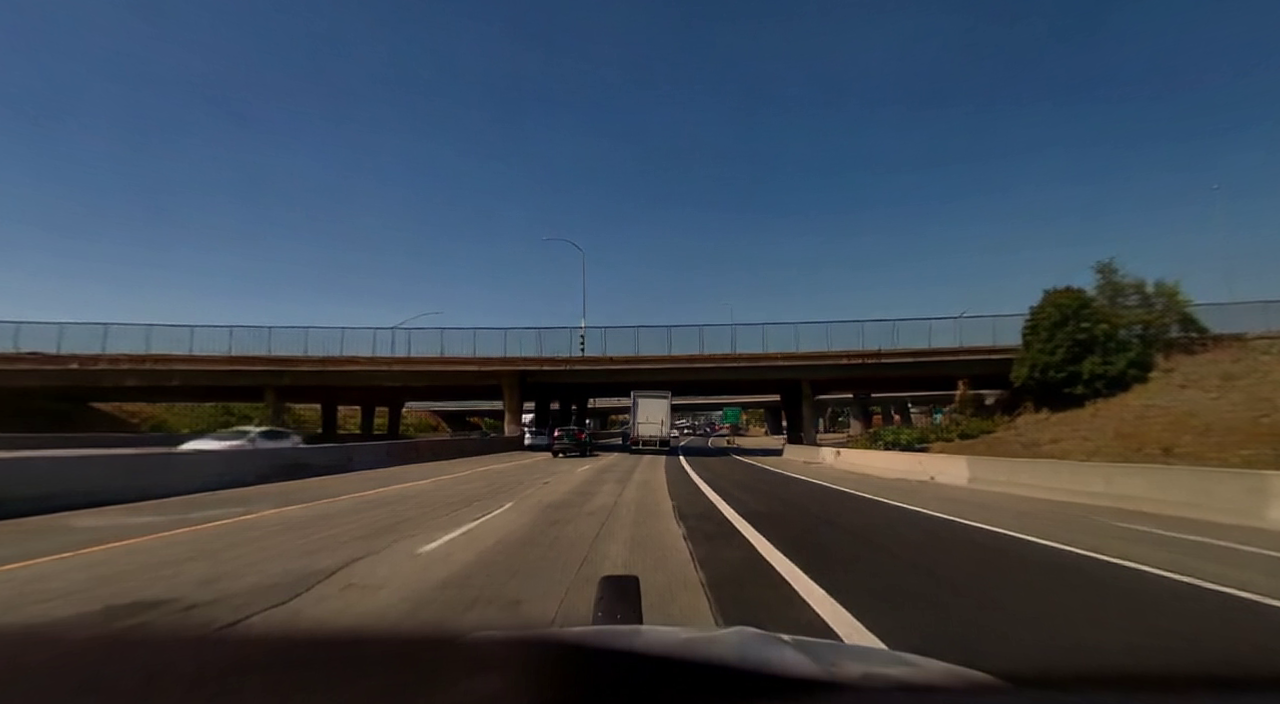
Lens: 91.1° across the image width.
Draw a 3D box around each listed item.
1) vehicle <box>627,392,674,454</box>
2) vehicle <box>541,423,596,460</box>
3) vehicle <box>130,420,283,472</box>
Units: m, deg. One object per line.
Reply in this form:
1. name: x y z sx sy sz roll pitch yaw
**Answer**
1. vehicle: 0.764 5.357 46.318 3.024 4.019 10.605 0 -8 1
2. vehicle: -3.654 4.667 32.916 2.119 1.787 4.655 0 -8 3
3. vehicle: -16.321 3.571 24.115 2.110 1.785 5.023 0 -8 2
